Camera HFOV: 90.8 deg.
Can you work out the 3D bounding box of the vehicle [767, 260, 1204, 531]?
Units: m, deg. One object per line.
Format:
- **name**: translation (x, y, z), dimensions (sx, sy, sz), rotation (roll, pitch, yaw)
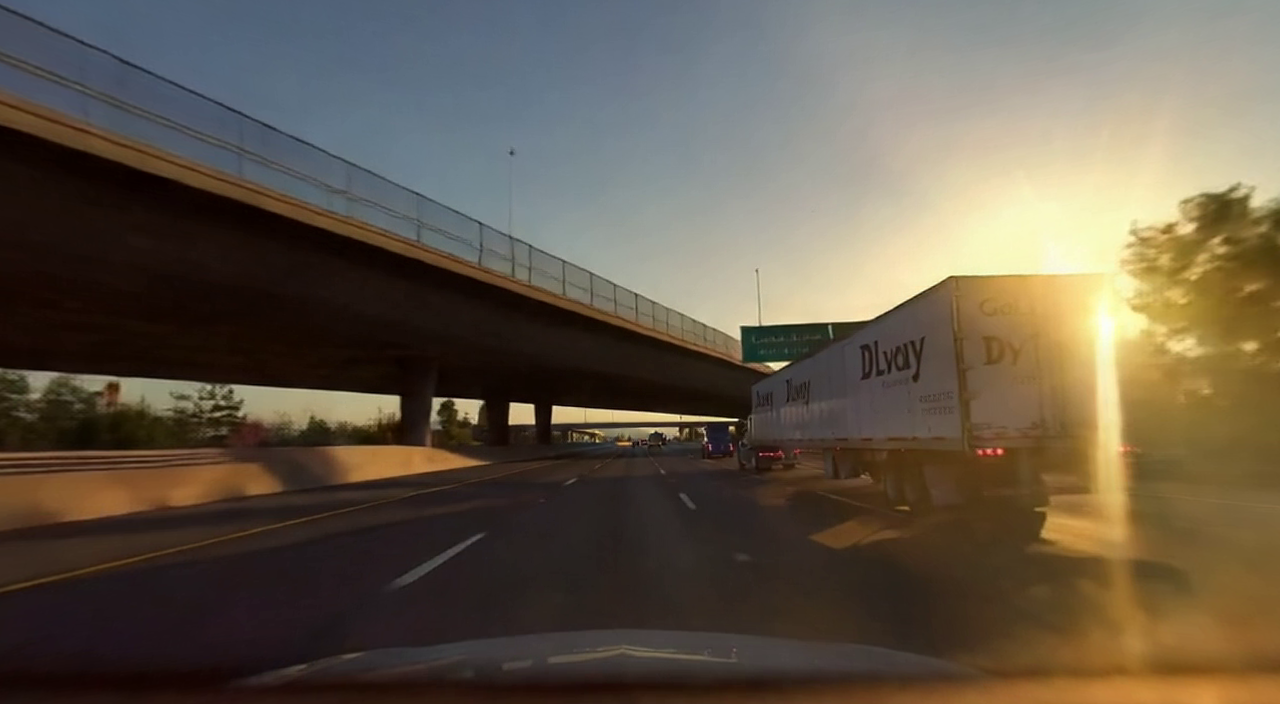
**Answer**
- **vehicle**: translation (6.572, 1.752, 17.269), dimensions (2.962, 3.947, 16.241), rotation (0, -8, 0)
